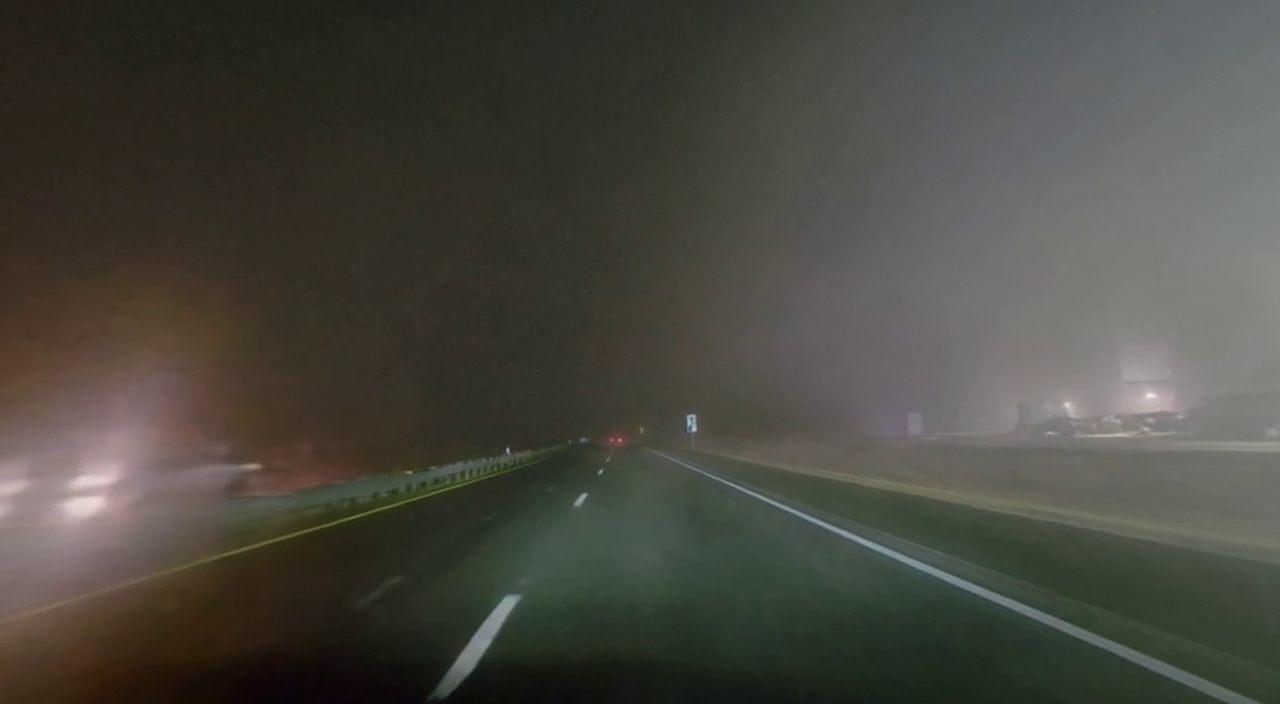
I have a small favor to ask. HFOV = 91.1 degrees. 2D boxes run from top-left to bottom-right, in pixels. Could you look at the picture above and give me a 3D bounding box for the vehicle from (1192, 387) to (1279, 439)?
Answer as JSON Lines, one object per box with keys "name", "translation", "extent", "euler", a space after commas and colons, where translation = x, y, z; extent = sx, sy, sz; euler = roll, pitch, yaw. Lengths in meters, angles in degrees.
{"name": "vehicle", "translation": [43.007, 4.300, 43.322], "extent": [2.825, 3.337, 7.900], "euler": [-2, -8, 2]}
